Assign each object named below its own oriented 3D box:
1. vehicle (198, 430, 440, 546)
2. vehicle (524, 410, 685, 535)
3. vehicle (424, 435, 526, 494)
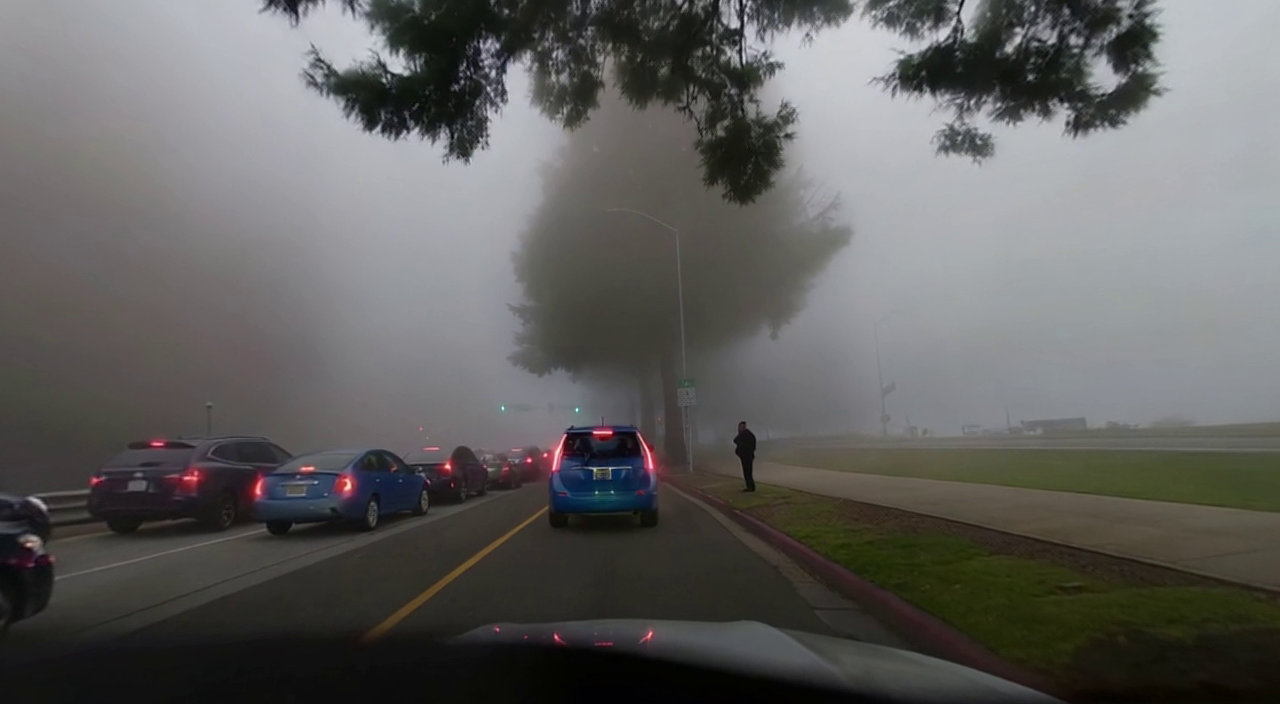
[{"bbox_3d":[-5.407,2.326,11.522,2.010,1.674,4.484,0,-9,0],"label":"vehicle"},{"bbox_3d":[-0.581,2.113,11.584,2.368,1.829,4.293,0,-9,-2],"label":"vehicle"},{"bbox_3d":[-5.439,3.764,21.517,2.188,1.774,4.477,0,-9,1],"label":"vehicle"}]
